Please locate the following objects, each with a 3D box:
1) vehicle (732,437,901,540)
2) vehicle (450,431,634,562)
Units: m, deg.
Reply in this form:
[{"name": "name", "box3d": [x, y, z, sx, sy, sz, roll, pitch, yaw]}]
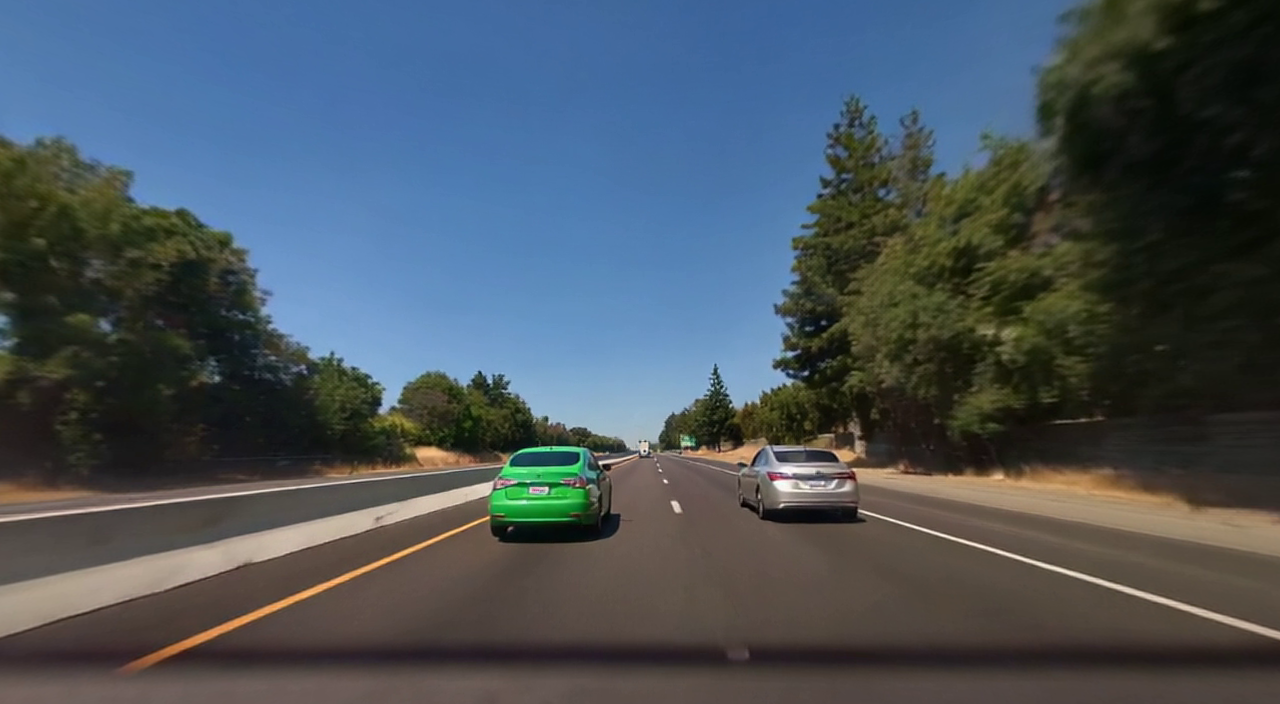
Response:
[{"name": "vehicle", "box3d": [2.984, 2.386, 11.595, 2.021, 1.533, 4.014, -1, -9, 1]}, {"name": "vehicle", "box3d": [-1.196, 2.060, 9.696, 2.083, 1.548, 4.251, -1, -9, 1]}]
